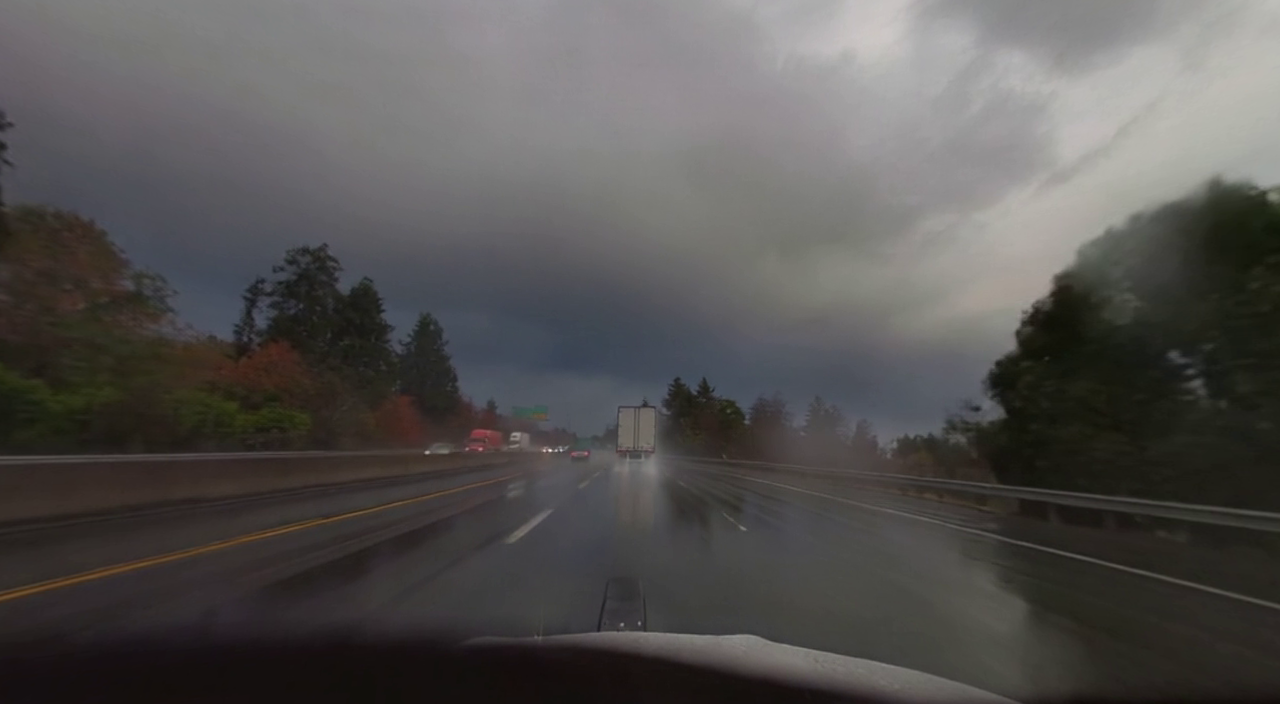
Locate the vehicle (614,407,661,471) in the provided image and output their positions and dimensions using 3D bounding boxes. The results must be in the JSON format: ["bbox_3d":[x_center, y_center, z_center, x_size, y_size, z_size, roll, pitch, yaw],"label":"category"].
[{"bbox_3d":[-0.304,6.308,44.994,2.962,3.953,10.696,0,-9,-1],"label":"vehicle"}]

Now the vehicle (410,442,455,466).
[{"bbox_3d":[-13.773,6.808,42.009,1.770,1.469,3.967,0,-9,-2],"label":"vehicle"}]
